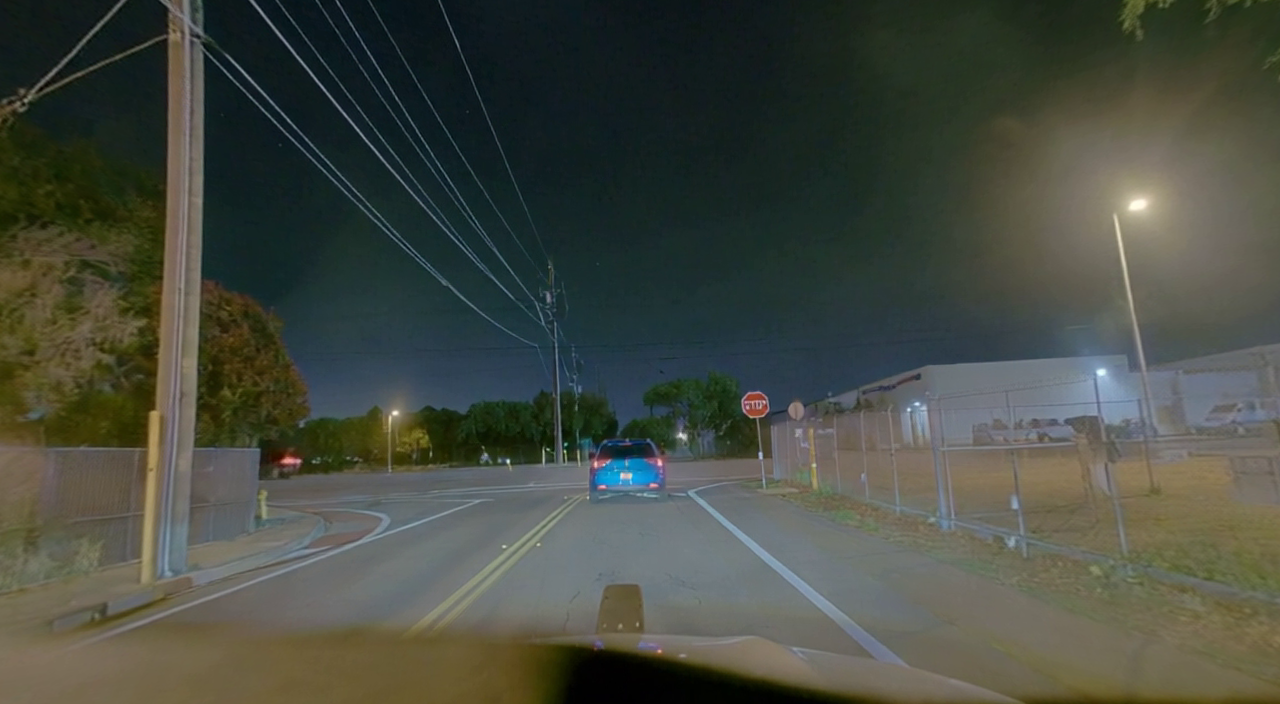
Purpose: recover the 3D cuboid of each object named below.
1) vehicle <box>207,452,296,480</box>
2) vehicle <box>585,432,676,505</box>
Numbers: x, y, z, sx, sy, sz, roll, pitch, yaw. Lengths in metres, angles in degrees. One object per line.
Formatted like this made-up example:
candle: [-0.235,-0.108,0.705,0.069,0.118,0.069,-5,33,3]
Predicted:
vehicle: [-25.270,7.411,41.187,4.415,1.753,2.029,-1,-8,4]
vehicle: [-0.301,3.054,16.992,2.137,1.698,4.166,0,-8,-2]
